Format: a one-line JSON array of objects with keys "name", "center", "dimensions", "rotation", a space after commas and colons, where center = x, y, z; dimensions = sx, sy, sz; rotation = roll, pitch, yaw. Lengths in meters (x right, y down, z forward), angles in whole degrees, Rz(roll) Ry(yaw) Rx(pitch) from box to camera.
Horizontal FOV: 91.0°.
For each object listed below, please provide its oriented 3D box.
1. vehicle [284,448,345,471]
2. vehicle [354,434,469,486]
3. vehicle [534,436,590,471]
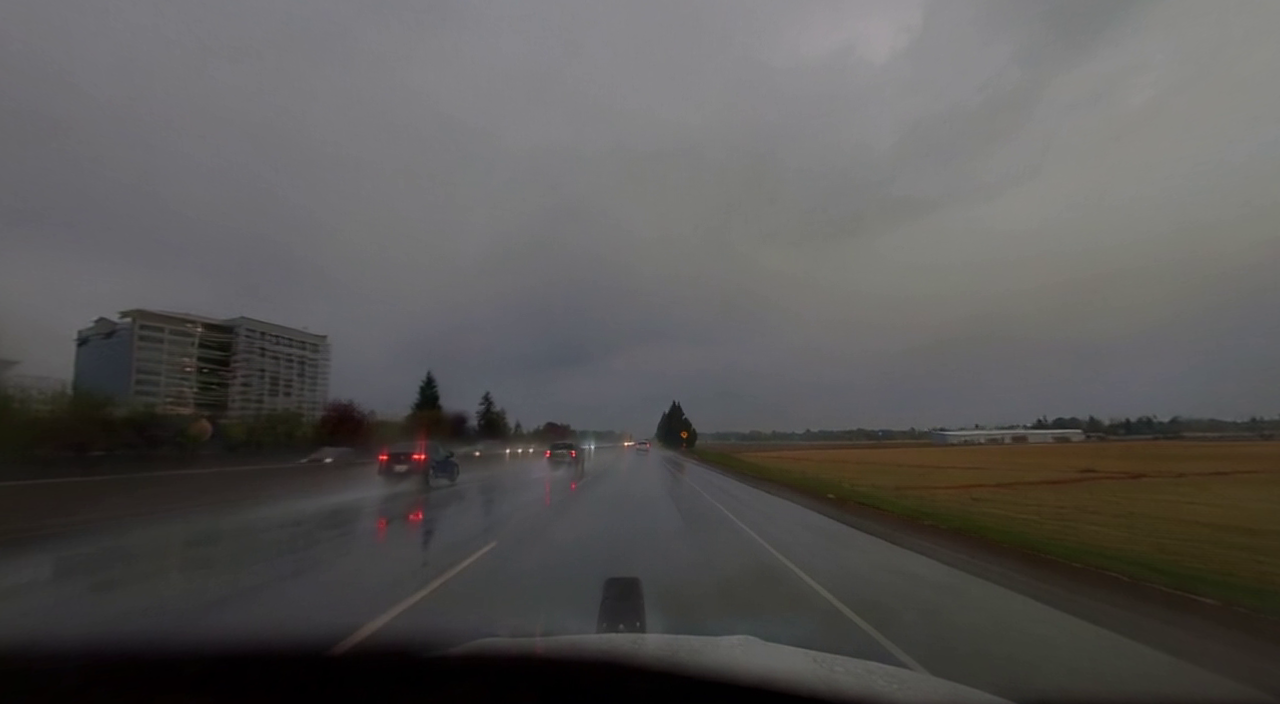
[{"name": "vehicle", "center": [-22.825, 7.531, 44.383], "dimensions": [1.831, 1.515, 4.496], "rotation": [0, -8, 1]}, {"name": "vehicle", "center": [-7.470, 3.578, 21.176], "dimensions": [2.034, 1.523, 4.627], "rotation": [0, -8, 1]}, {"name": "vehicle", "center": [-3.814, 5.085, 31.656], "dimensions": [2.083, 1.588, 4.801], "rotation": [0, -8, 1]}]
